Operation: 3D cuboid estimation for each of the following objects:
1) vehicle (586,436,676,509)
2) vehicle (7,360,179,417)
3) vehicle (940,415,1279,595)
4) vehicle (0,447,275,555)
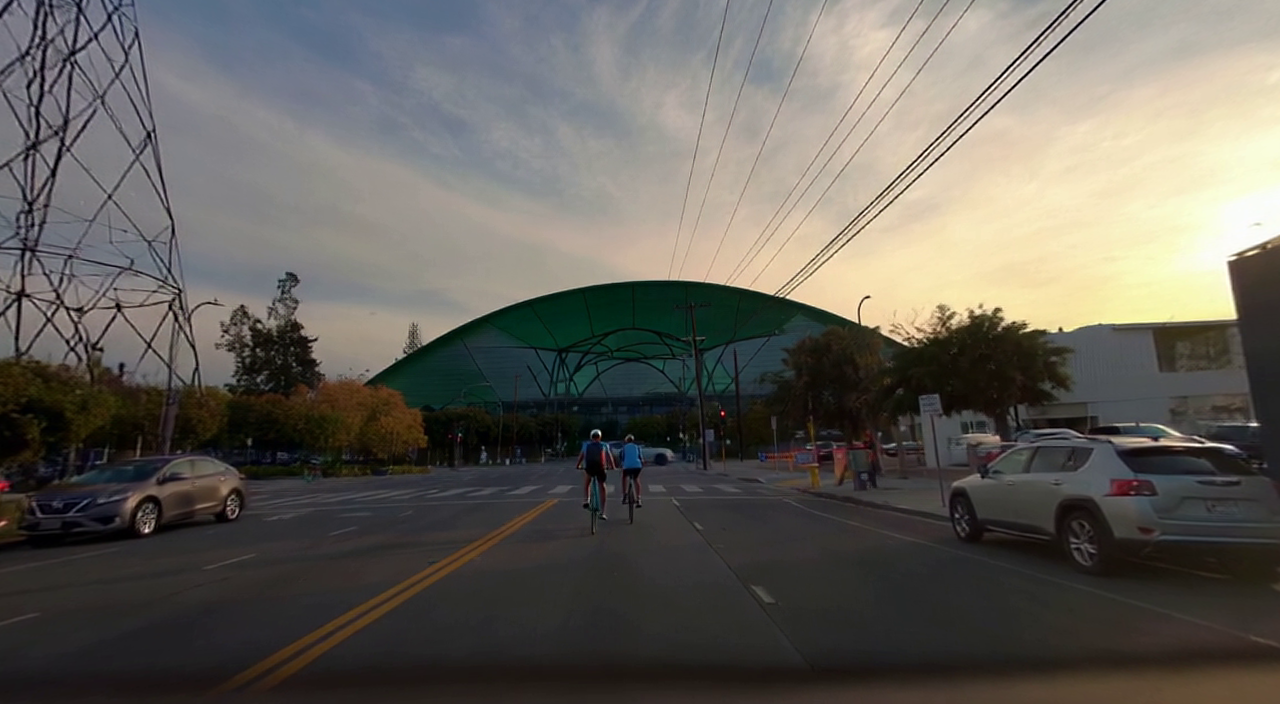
[{"bbox_3d":[-0.179,3.265,17.567,2.190,1.783,4.048,0,-9,1],"label":"vehicle"},{"bbox_3d":[-17.105,1.184,19.909,3.685,1.584,1.708,1,-9,-3],"label":"vehicle"},{"bbox_3d":[5.822,1.774,8.158,1.873,1.714,3.979,0,-9,0],"label":"vehicle"},{"bbox_3d":[-10.244,2.951,13.431,2.075,1.816,4.900,0,-9,-1],"label":"vehicle"}]
